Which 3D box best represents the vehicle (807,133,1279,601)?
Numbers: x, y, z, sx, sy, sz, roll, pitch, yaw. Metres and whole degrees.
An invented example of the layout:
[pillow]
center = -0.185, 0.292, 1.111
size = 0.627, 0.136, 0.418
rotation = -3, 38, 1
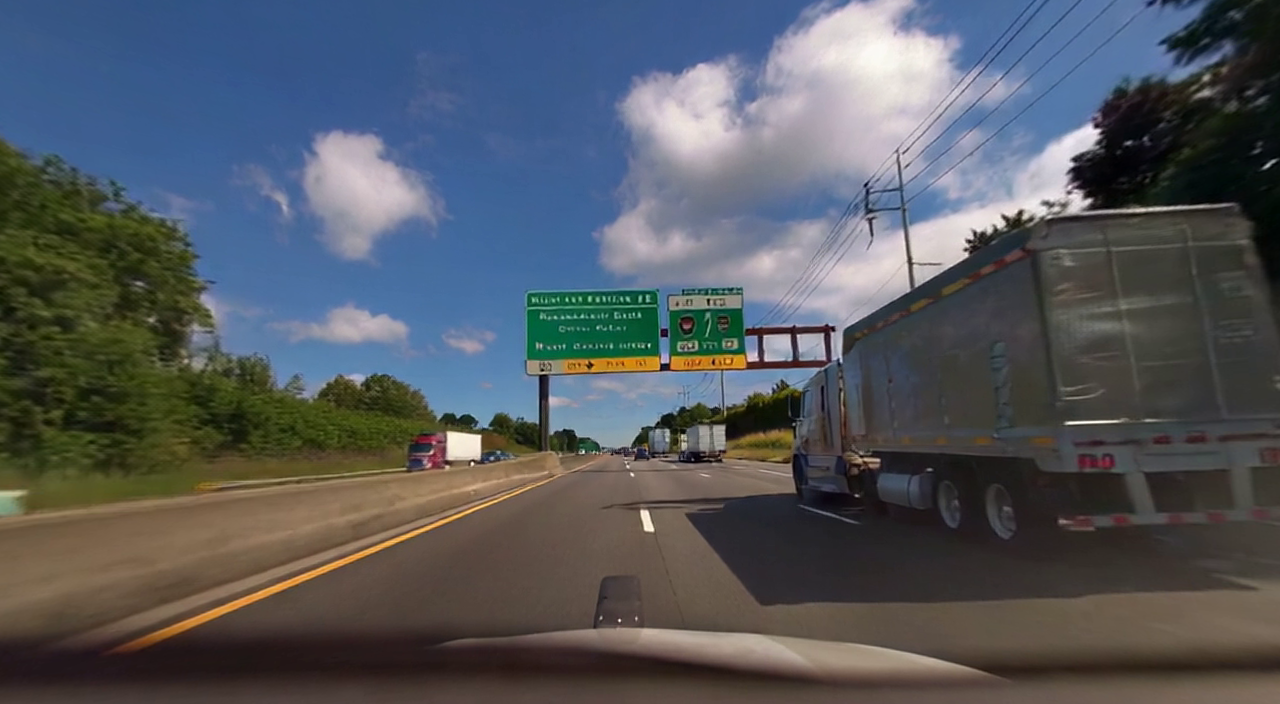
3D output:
[vehicle]
center = 5.550, 0.690, 9.860
size = 2.869, 4.048, 8.895
rotation = 0, -9, -3
